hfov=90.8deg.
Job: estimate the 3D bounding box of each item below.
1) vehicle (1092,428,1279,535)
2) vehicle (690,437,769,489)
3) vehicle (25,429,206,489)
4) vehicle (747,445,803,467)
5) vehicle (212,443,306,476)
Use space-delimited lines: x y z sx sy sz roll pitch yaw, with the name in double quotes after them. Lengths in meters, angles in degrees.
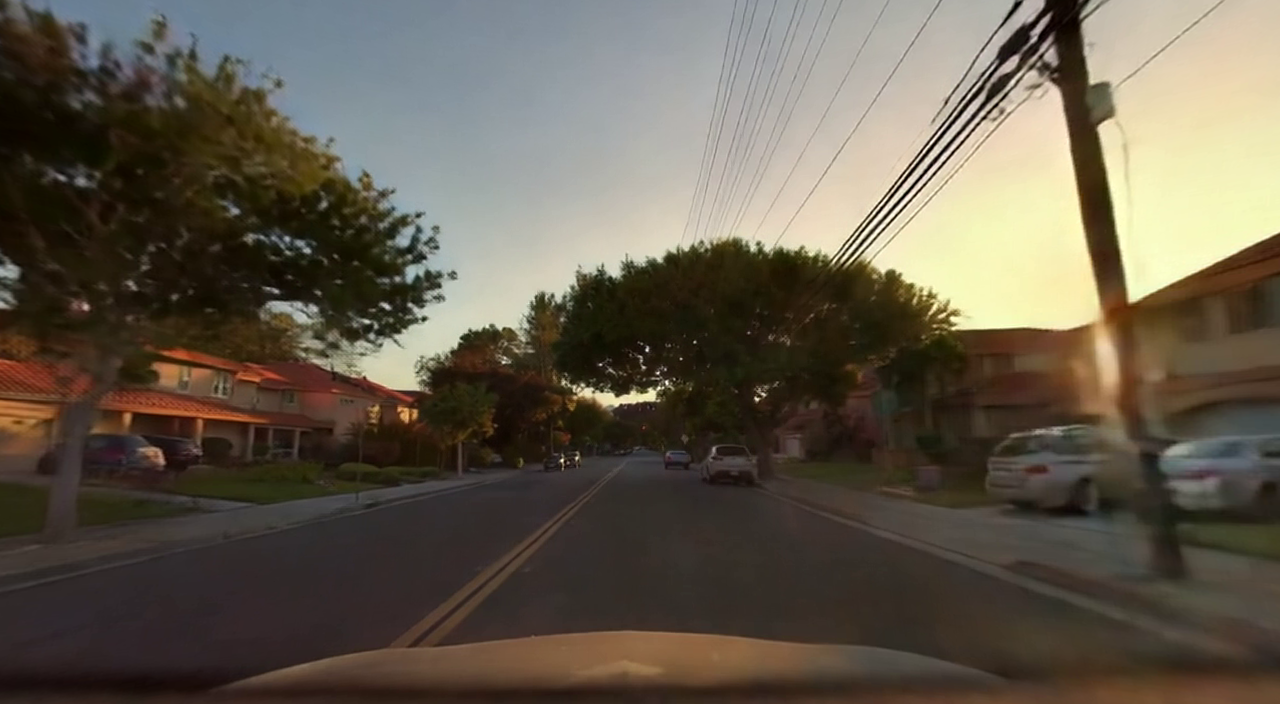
10.309 1.993 10.063 4.625 1.501 2.011 0 -9 0 "vehicle"
3.448 4.408 25.429 2.114 1.858 5.144 0 -9 -3 "vehicle"
-18.080 3.720 22.233 2.034 1.829 5.161 0 -9 -2 "vehicle"
10.155 7.871 47.744 3.823 1.613 1.761 0 -9 -1 "vehicle"
-21.892 6.155 36.597 2.139 1.746 5.099 -1 -9 2 "vehicle"
